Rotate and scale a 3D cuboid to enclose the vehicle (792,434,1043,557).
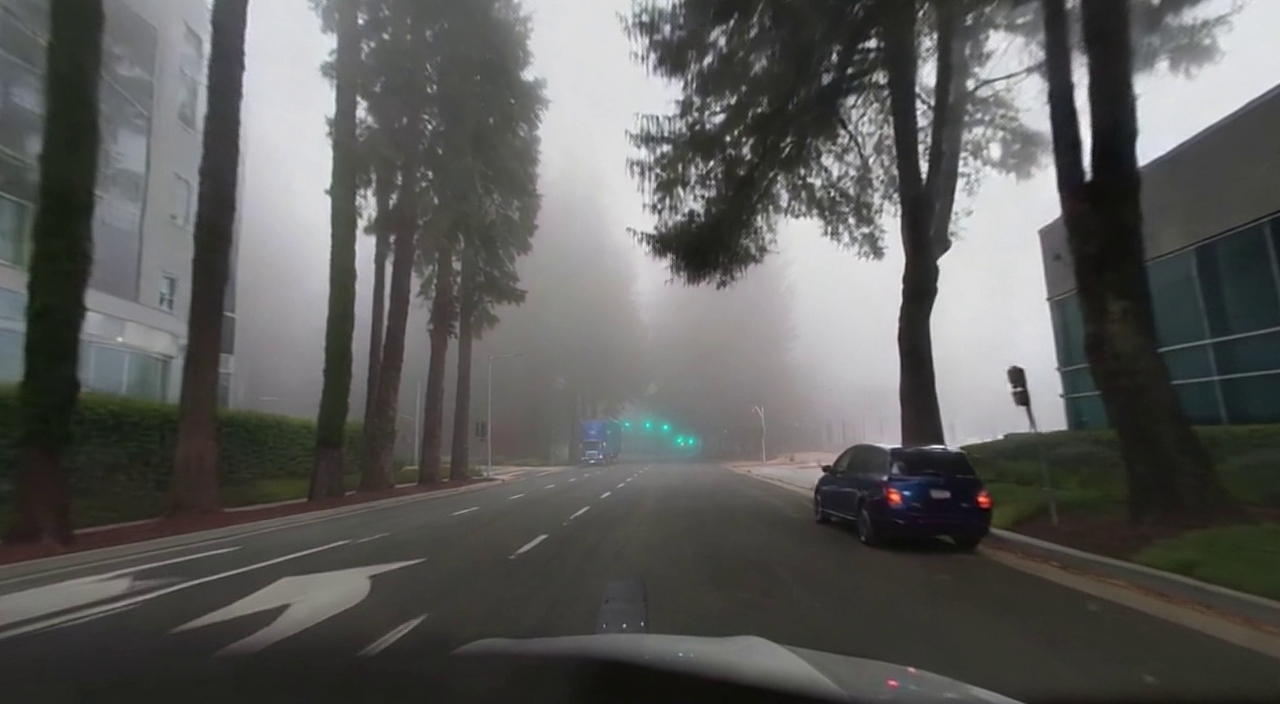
[{"bbox_3d":[3.999,2.134,10.118,2.098,1.509,4.389,0,-9,1],"label":"vehicle"}]
